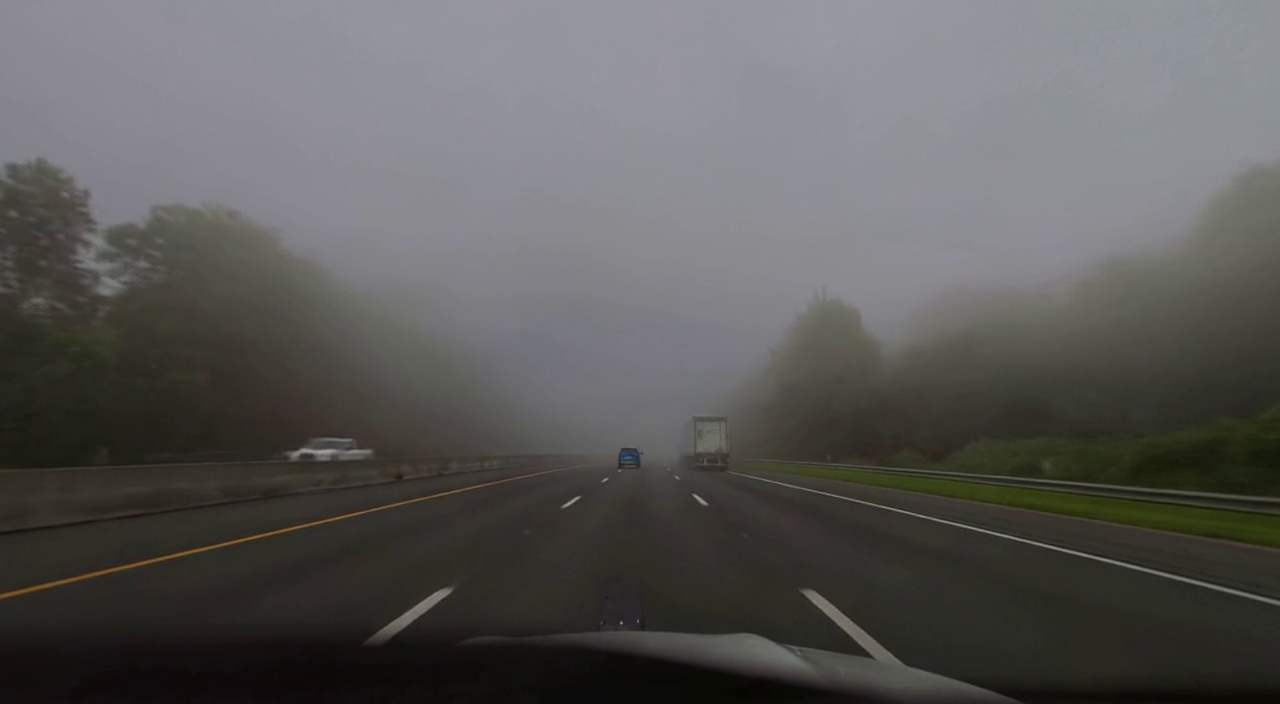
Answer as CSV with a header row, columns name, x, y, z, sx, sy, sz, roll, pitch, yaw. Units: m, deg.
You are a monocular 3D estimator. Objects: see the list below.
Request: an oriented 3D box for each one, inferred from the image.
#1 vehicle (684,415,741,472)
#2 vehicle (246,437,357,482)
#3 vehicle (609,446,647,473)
name,x,y,z,sx,sy,sz,roll,pitch,yaw
vehicle,4.861,6.441,44.020,2.960,3.547,8.560,0,-9,0
vehicle,-13.993,4.486,26.486,1.944,1.670,4.742,0,-9,1
vehicle,-0.748,7.248,42.728,2.297,1.683,4.385,0,-9,2
